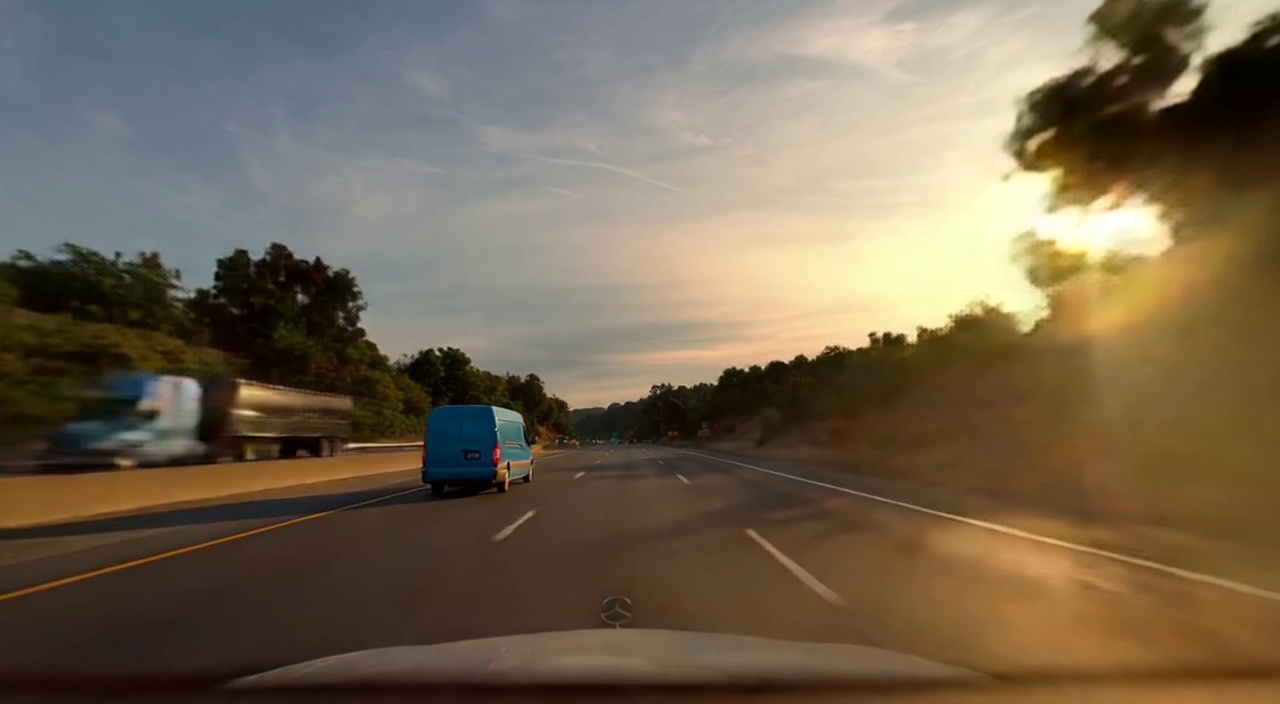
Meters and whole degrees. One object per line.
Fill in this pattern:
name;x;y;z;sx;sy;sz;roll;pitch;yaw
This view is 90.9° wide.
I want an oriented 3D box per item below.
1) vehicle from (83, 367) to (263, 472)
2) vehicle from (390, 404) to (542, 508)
vehicle;-19.955;3.010;27.532;3.062;4.064;6.154;0;-7;-1
vehicle;-3.781;2.349;14.744;2.297;2.011;4.736;0;-8;-2
